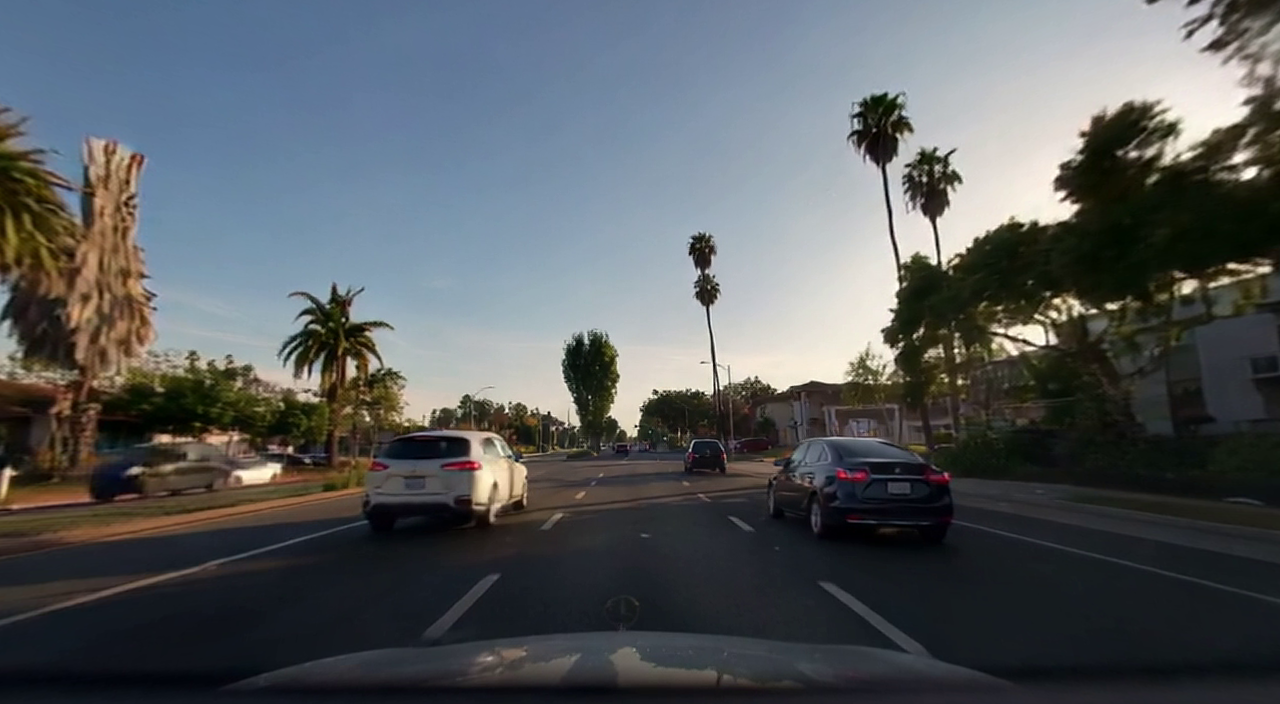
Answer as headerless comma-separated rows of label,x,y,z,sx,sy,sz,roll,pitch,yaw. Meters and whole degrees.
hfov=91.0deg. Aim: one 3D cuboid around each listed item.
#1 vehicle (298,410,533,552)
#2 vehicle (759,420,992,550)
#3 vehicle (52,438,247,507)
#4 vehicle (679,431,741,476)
vehicle,-3.171,1.936,10.129,2.084,1.735,4.528,0,-8,0
vehicle,3.478,2.047,10.344,2.084,1.682,4.148,1,-9,-2
vehicle,-14.885,3.646,19.601,2.101,1.832,4.893,0,-8,0
vehicle,3.189,4.755,29.635,2.244,1.901,4.561,1,-9,-2
